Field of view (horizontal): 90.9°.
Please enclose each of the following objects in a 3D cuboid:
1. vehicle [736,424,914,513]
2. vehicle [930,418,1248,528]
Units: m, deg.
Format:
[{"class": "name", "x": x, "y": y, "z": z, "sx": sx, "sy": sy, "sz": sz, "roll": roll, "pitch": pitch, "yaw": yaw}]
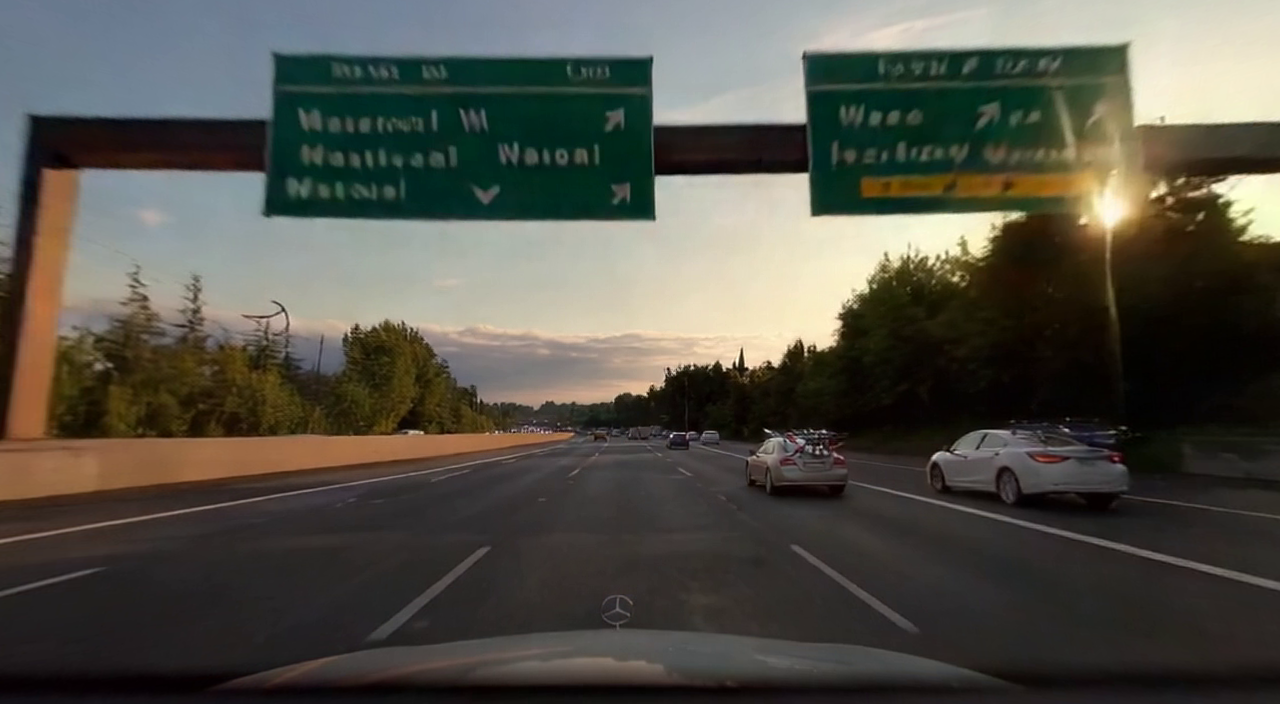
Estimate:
[{"class": "vehicle", "x": 3.413, "y": 2.225, "z": 12.712, "sx": 2.094, "sy": 1.441, "sz": 4.568, "roll": 0, "pitch": -8, "yaw": -2}, {"class": "vehicle", "x": 7.323, "y": 1.988, "z": 11.134, "sx": 2.034, "sy": 1.511, "sz": 4.785, "roll": 0, "pitch": -8, "yaw": -1}]
